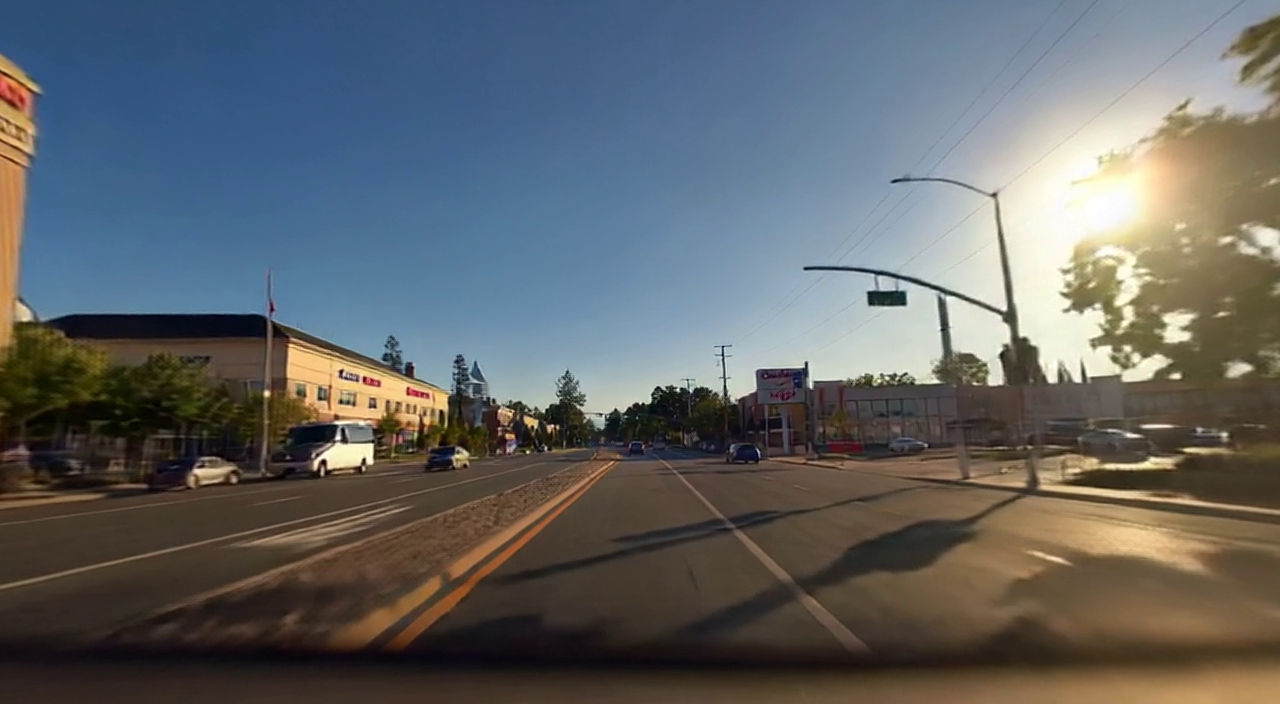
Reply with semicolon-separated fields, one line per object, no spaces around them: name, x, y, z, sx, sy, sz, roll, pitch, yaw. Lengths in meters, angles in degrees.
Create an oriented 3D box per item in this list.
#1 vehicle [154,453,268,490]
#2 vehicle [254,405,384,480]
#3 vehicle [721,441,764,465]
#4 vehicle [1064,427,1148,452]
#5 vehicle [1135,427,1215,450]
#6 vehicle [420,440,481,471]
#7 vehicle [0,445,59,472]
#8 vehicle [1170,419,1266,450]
vehicle;-18.938;5.269;28.178;1.950;1.464;4.414;0;-9;0
vehicle;-18.725;5.431;37.750;2.982;3.900;8.593;0;-9;1
vehicle;6.606;6.563;41.224;1.916;1.437;4.327;0;-9;-2
vehicle;29.840;5.703;40.681;1.796;1.485;4.667;-1;-9;0
vehicle;34.592;5.639;41.003;1.756;1.443;4.032;0;-8;2
vehicle;-11.540;6.330;38.812;2.134;1.806;4.843;0;-9;1
vehicle;-47.871;8.099;48.277;1.964;1.982;4.613;-6;-11;36
vehicle;37.365;5.415;41.007;1.996;1.893;4.413;0;-8;1
